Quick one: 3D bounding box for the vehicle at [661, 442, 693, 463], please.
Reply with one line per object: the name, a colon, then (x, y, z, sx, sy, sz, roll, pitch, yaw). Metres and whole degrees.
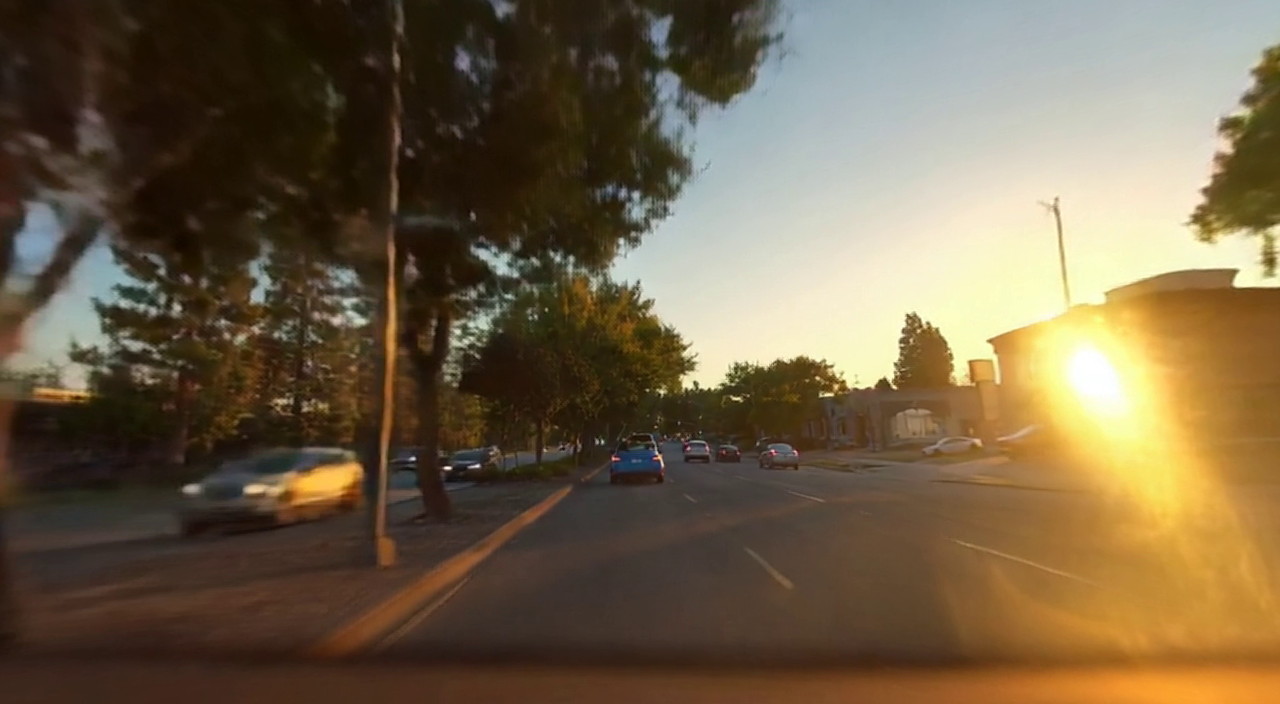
vehicle: (2.798, 7.650, 48.310, 2.078, 1.471, 4.142, 0, -8, -1)

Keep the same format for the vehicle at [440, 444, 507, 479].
vehicle: (-7.946, 5.241, 30.646, 1.948, 1.508, 4.749, 0, -8, 0)

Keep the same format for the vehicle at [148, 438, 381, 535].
vehicle: (-7.609, 2.717, 13.529, 2.078, 1.694, 4.611, -1, -8, 1)

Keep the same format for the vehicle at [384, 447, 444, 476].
vehicle: (-13.504, 6.551, 38.043, 1.958, 1.604, 4.279, 0, -8, 0)

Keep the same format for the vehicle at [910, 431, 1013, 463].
vehicle: (19.456, 5.733, 38.366, 4.932, 1.514, 2.327, -3, -7, -5)

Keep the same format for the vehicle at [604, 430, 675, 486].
vehicle: (-0.057, 3.712, 22.486, 2.266, 1.762, 4.131, 0, -8, -1)

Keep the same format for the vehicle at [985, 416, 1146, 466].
vehicle: (19.677, 4.148, 29.487, 5.677, 2.171, 2.393, 0, -8, 4)

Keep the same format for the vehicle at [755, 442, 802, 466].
vehicle: (9.124, 6.761, 41.991, 2.045, 1.484, 4.342, 0, -8, -2)
